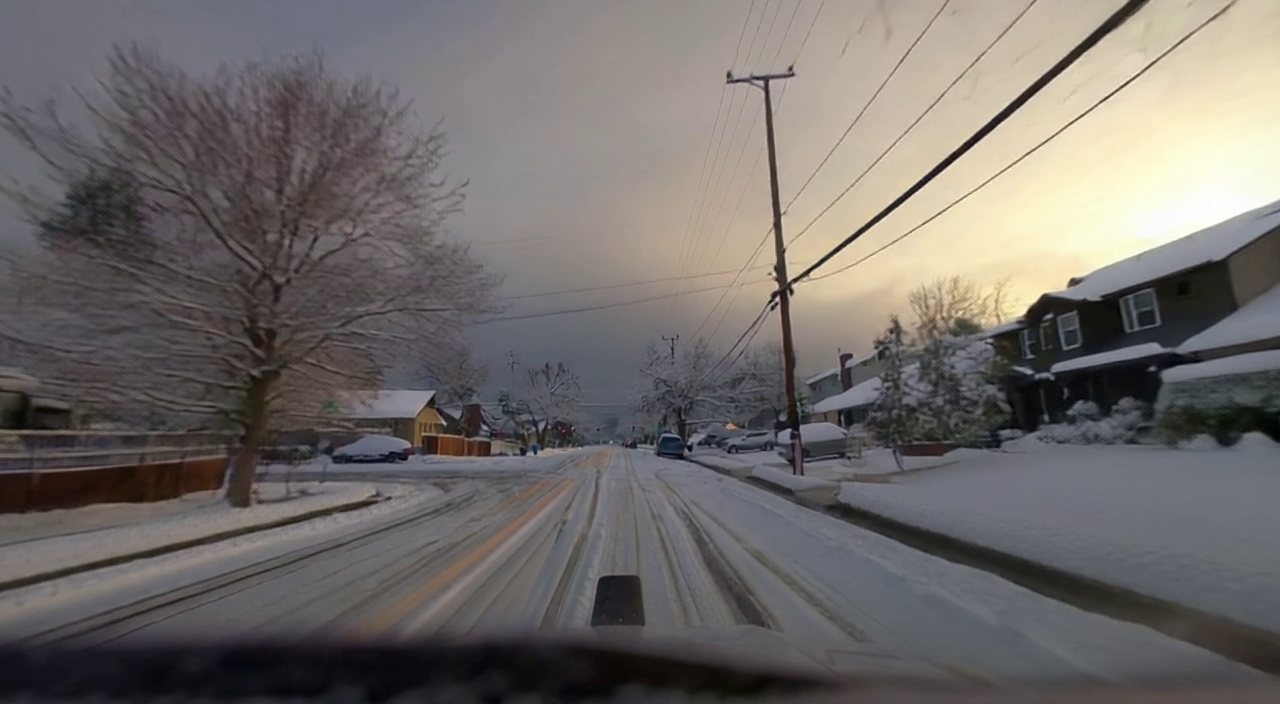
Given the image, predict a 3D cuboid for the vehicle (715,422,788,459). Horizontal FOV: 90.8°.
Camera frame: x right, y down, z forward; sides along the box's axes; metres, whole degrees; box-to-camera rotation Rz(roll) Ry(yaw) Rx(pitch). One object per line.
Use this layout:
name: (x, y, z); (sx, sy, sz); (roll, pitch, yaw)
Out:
vehicle: (8.326, 6.602, 47.365); (4.801, 2.139, 2.164); (-7, -7, -3)
